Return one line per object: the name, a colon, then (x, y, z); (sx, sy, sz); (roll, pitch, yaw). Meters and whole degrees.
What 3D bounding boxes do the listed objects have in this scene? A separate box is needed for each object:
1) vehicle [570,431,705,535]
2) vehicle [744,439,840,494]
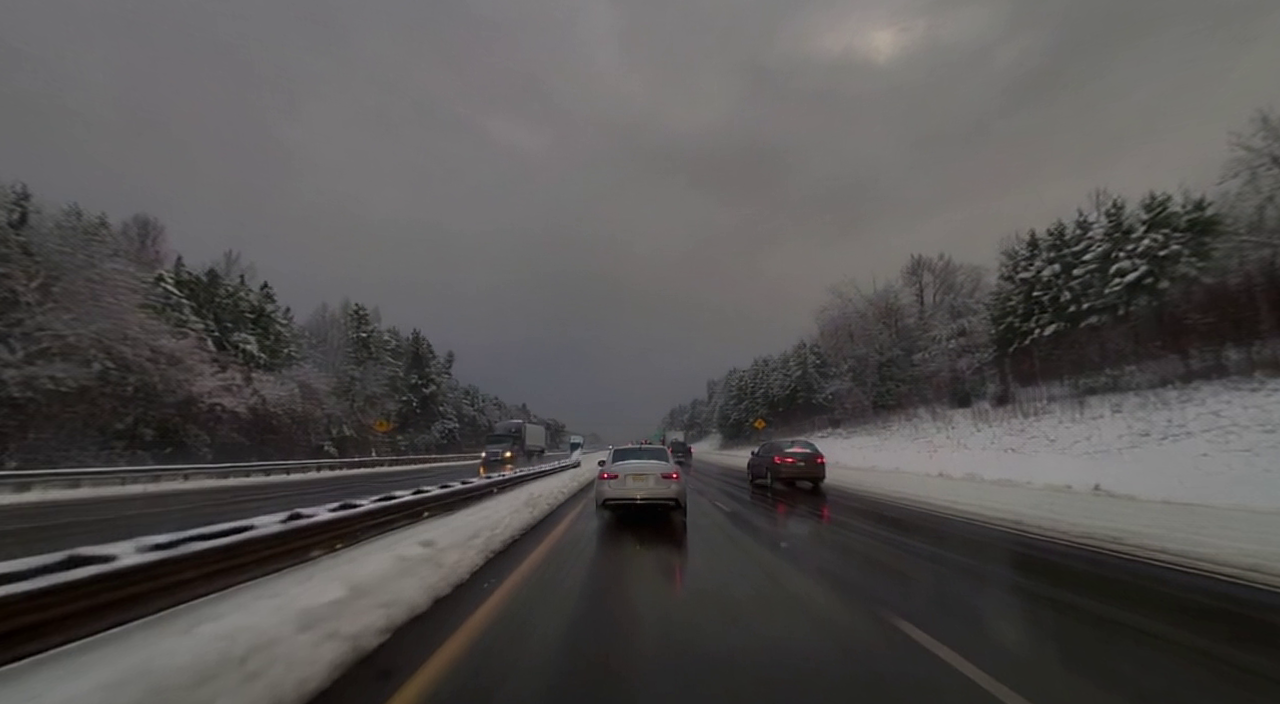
vehicle: (-0.077, 2.322, 11.657); (2.088, 1.580, 3.657); (0, -9, -1)
vehicle: (4.631, 3.537, 19.783); (1.931, 1.516, 3.995); (0, -9, -1)
